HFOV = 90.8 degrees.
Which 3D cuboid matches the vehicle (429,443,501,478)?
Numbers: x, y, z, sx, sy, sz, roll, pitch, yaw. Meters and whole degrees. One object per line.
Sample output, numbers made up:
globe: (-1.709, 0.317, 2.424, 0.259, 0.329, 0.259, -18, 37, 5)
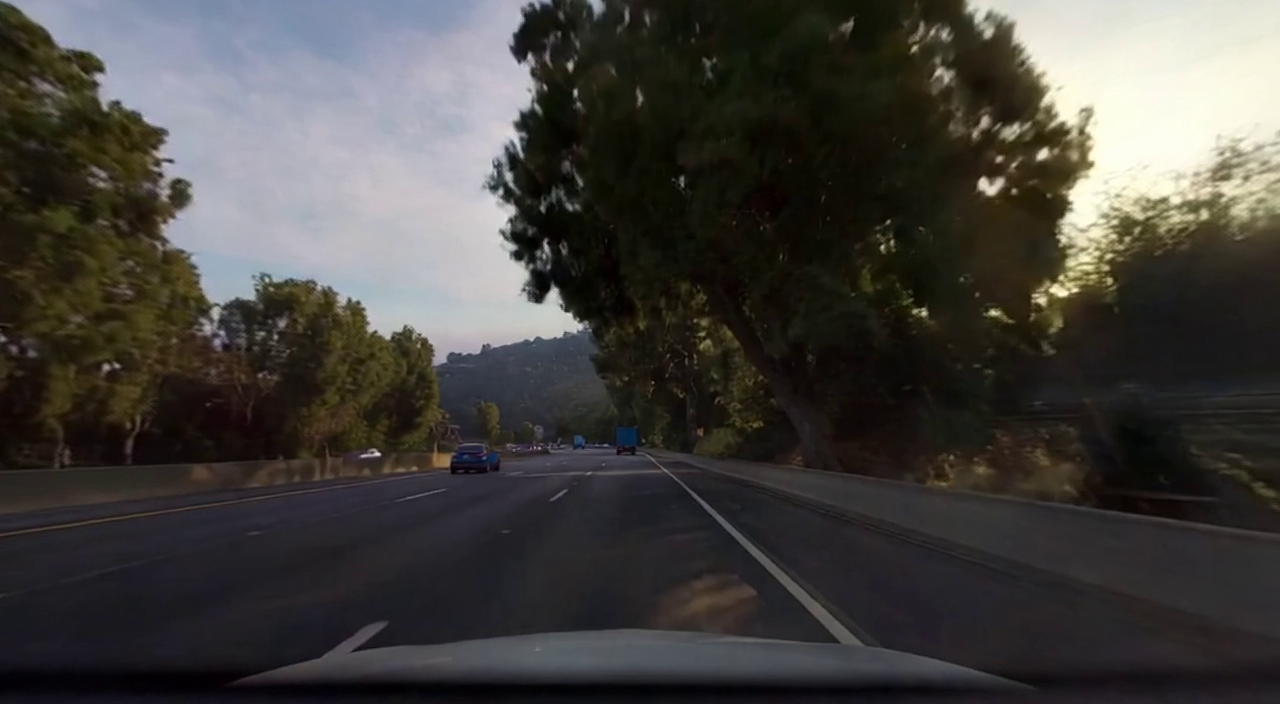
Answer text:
vehicle: (-8.175, 5.100, 29.975, 2.155, 1.504, 4.490, 0, -8, 0)
